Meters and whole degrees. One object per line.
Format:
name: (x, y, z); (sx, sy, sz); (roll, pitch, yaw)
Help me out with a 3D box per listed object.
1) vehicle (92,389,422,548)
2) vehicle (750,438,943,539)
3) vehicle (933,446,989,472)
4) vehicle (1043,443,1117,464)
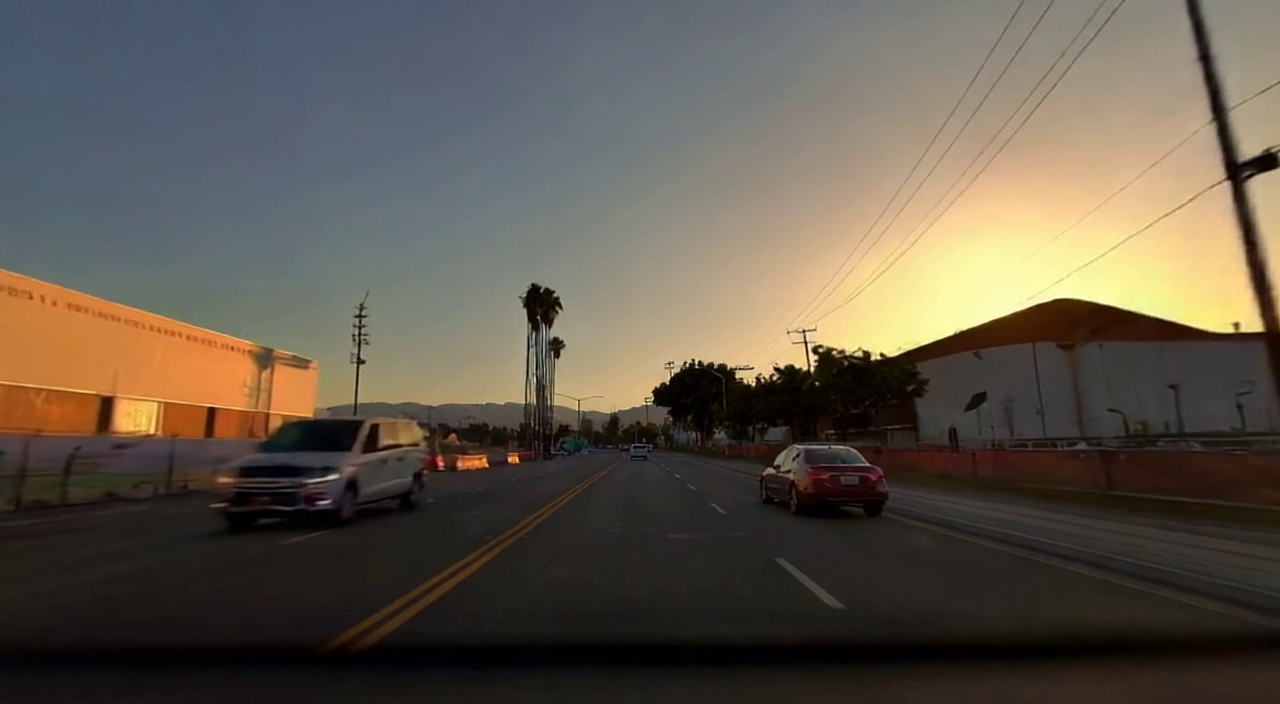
vehicle: (-6.639, 2.140, 12.225); (2.538, 2.287, 6.052); (0, -8, 0)
vehicle: (3.634, 2.478, 12.167); (2.148, 1.562, 4.642); (0, -9, 0)
vehicle: (21.104, 6.993, 41.193); (4.279, 1.545, 1.850); (8, -11, -43)
vehicle: (34.507, 7.985, 49.367); (4.526, 1.514, 1.957); (-5, -10, 31)
